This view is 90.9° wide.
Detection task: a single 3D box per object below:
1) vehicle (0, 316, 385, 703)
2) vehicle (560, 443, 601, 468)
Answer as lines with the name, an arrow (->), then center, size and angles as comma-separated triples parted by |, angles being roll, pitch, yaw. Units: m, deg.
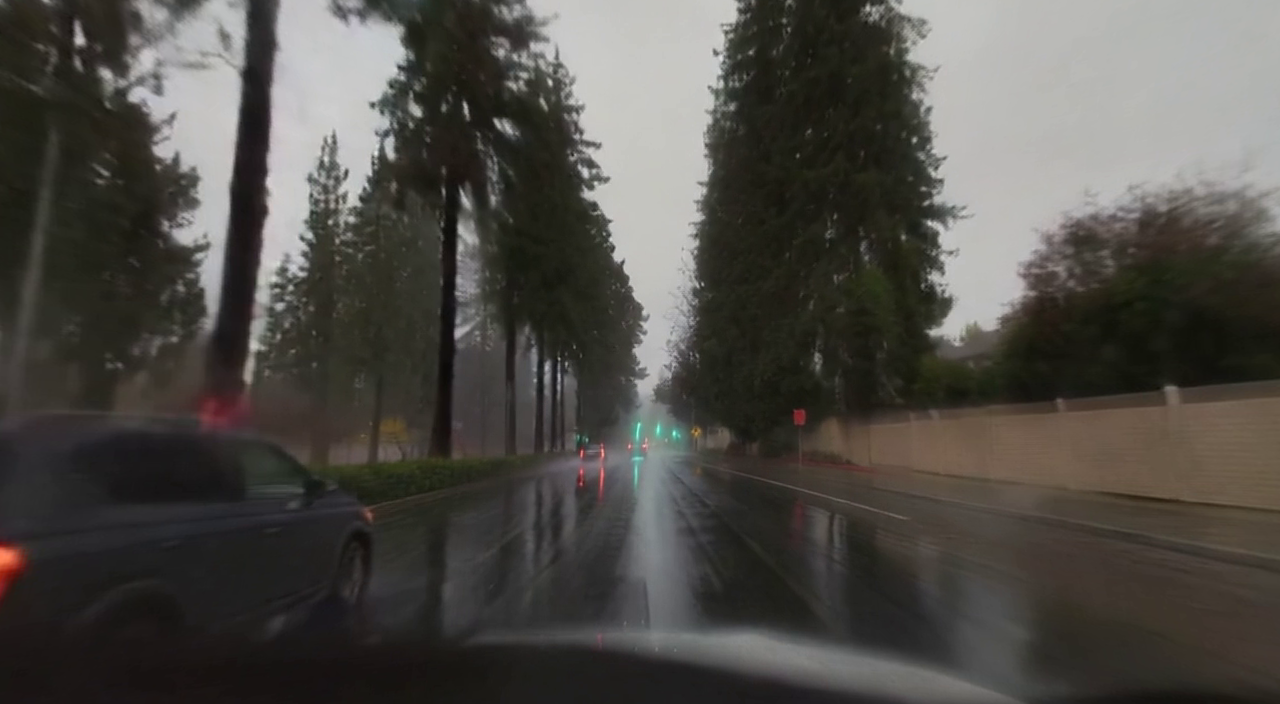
vehicle -> -3.211, 0.854, 2.980 | 2.058, 1.671, 4.704 | 0, -9, 0
vehicle -> -3.578, 6.314, 38.641 | 2.021, 1.466, 4.330 | 0, -9, 1
